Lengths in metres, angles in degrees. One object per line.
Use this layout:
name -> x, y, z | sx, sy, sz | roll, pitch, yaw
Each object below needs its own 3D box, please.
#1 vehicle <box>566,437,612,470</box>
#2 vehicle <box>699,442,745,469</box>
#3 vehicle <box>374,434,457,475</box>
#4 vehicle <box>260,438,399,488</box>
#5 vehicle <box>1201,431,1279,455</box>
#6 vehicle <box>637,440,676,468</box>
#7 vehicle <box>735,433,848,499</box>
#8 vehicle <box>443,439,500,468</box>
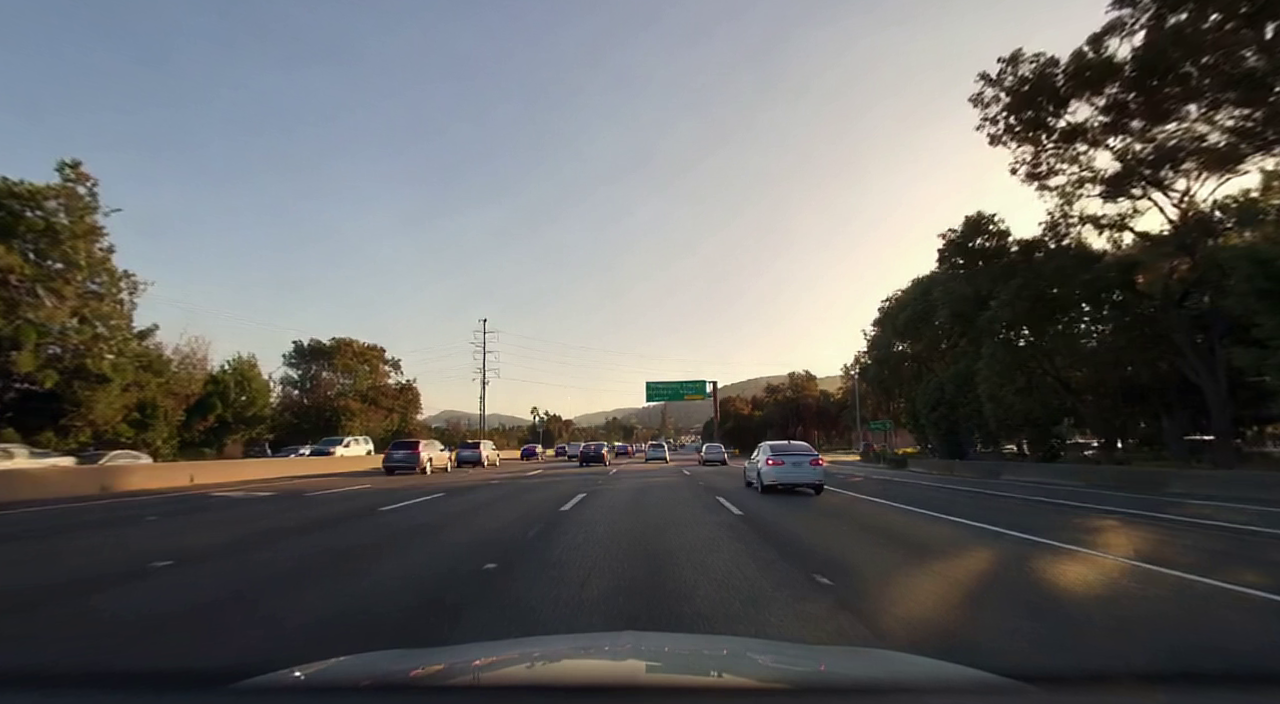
vehicle -> -2.874, 5.876, 36.681 | 2.133, 1.775, 4.530 | 0, -8, 2
vehicle -> 4.621, 5.919, 36.312 | 2.022, 1.472, 4.678 | 0, -8, 0
vehicle -> -10.448, 4.806, 29.732 | 2.083, 1.776, 4.721 | 0, -8, 1
vehicle -> -10.429, 3.757, 21.728 | 2.181, 1.512, 4.889 | 0, -8, 2
vehicle -> 37.441, 5.660, 39.198 | 3.438, 1.426, 1.793 | 0, -8, -5
vehicle -> 0.971, 6.101, 37.800 | 2.220, 1.575, 4.332 | 0, -8, 1
vehicle -> 4.001, 3.088, 17.502 | 2.036, 1.580, 4.360 | 0, -8, 0
vehicle -> -10.344, 6.258, 39.077 | 2.137, 1.690, 4.630 | 0, -8, 1
